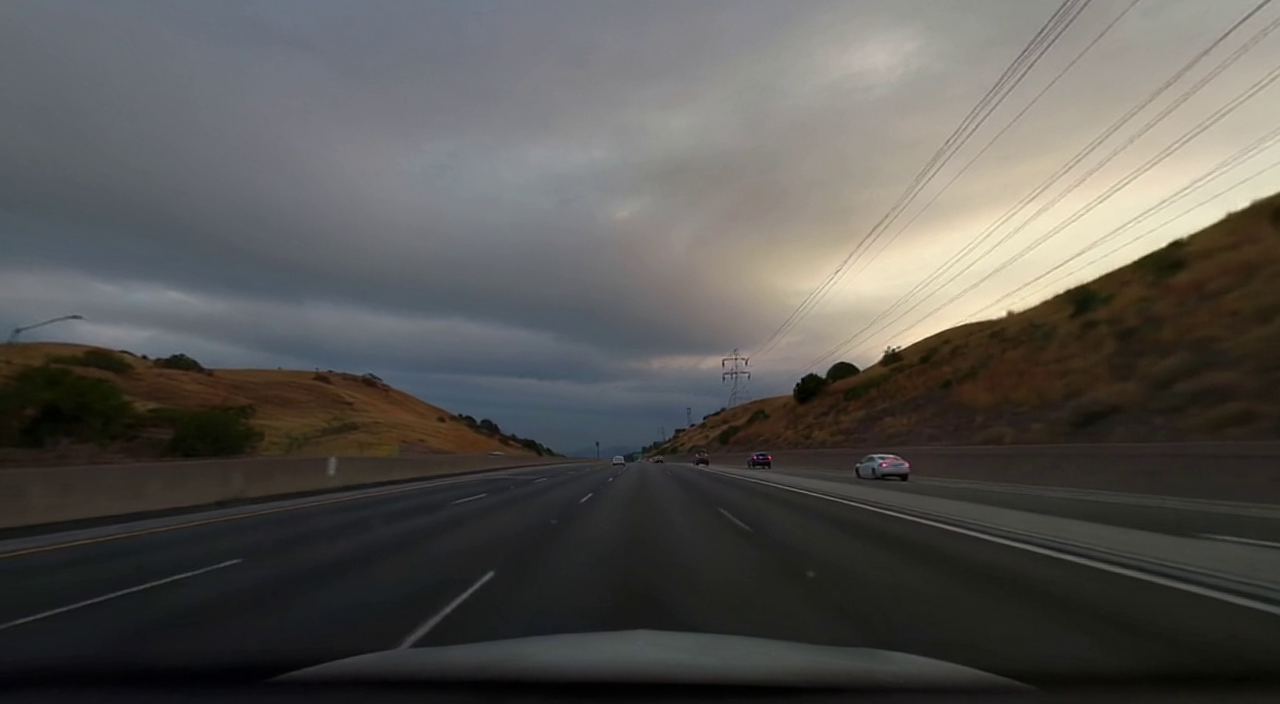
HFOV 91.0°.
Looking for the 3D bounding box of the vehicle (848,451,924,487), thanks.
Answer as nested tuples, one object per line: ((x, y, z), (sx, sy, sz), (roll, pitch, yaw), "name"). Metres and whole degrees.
((11.158, 5.323, 28.880), (1.884, 1.486, 3.770), (1, -9, -1), "vehicle")
